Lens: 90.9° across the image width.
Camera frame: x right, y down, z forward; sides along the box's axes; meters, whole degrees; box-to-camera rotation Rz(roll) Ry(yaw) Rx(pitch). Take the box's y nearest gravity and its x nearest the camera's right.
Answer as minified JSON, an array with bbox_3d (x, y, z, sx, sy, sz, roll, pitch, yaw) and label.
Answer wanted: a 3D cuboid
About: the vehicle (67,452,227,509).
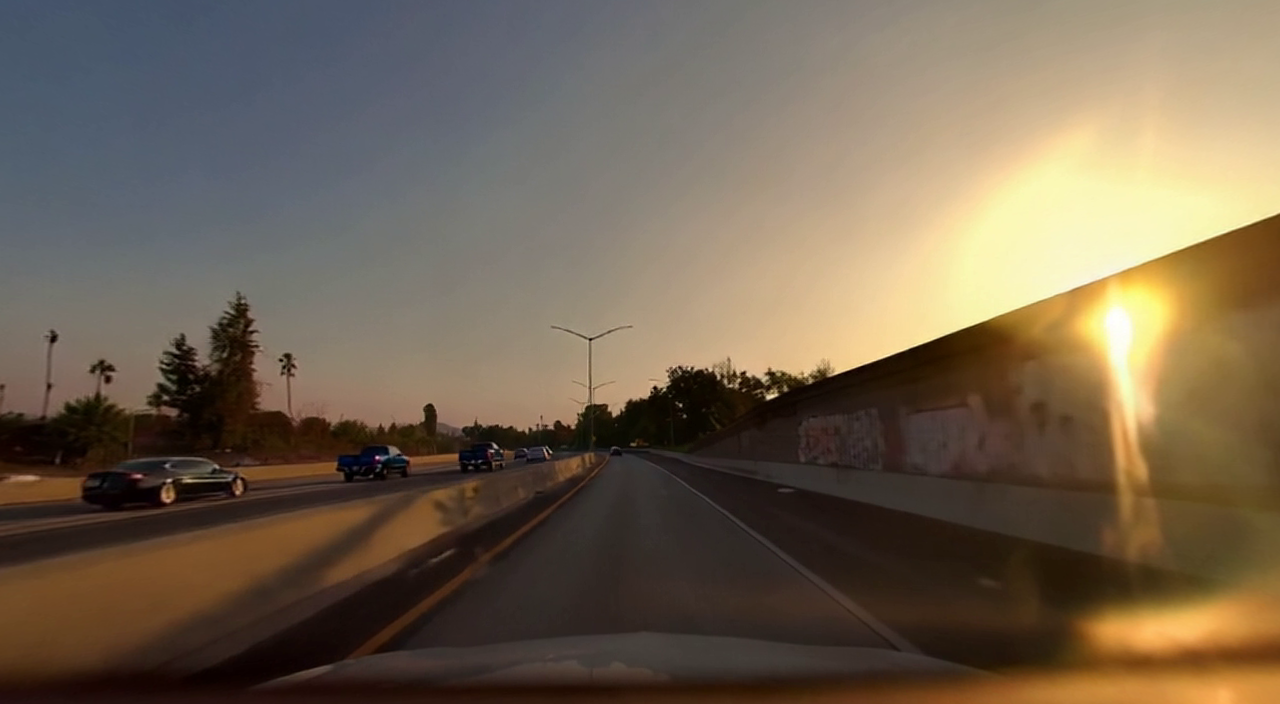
[{"bbox_3d":[-17.978,4.659,23.377,2.078,1.802,4.723,-1,-9,0],"label":"vehicle"}]

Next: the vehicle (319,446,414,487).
[{"bbox_3d":[-14.009,5.872,32.851,2.272,1.882,5.941,-1,-9,0],"label":"vehicle"}]

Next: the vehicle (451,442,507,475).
[{"bbox_3d":[-10.553,7.003,41.849,2.342,1.999,5.594,0,-9,-1],"label":"vehicle"}]
